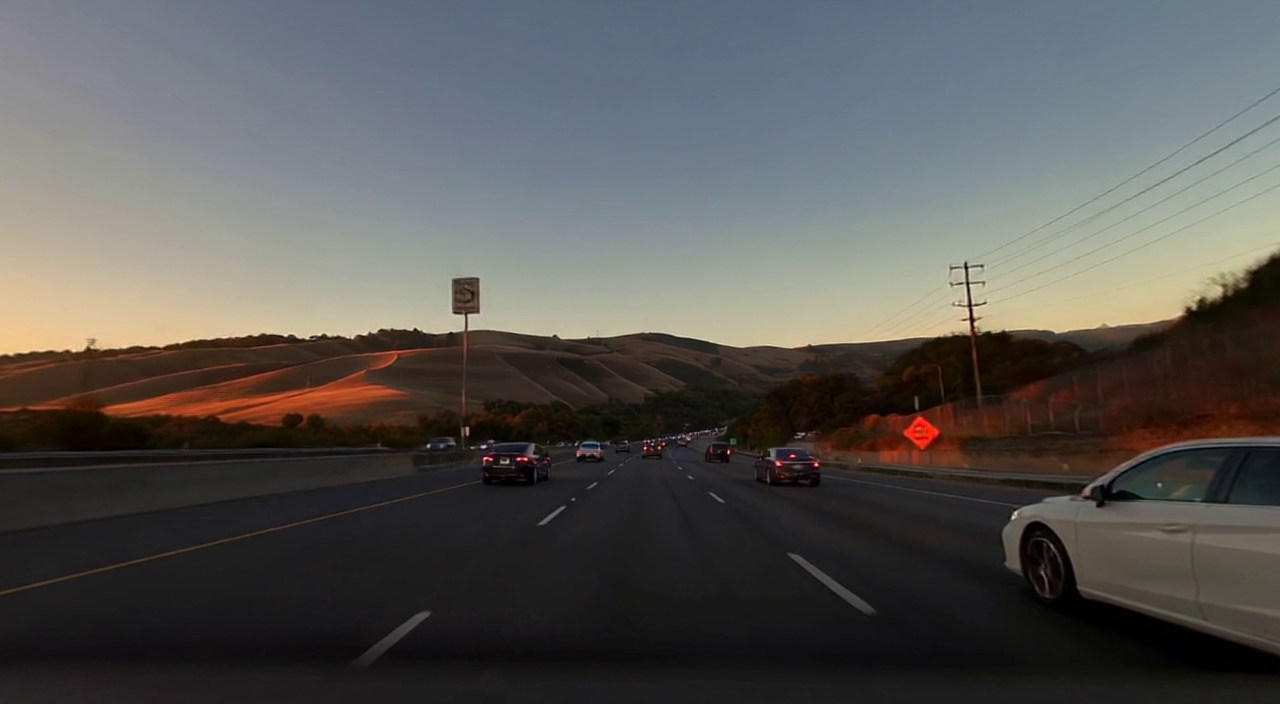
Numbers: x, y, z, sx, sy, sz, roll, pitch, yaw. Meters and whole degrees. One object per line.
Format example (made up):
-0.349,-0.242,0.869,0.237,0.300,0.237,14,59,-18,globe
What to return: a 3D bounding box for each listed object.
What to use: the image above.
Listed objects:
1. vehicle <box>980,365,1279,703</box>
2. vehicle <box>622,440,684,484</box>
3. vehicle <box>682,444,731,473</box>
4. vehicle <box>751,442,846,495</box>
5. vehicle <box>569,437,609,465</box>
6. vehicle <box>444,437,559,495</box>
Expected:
3.857,0.908,2.862,2.018,1.670,4.658,0,-8,0,vehicle
0.482,4.145,24.117,2.138,1.473,4.392,0,-8,1,vehicle
3.553,5.776,34.566,2.177,1.453,4.205,0,-8,0,vehicle
4.890,3.621,20.040,1.867,1.465,4.093,0,-8,-1,vehicle
-3.310,6.526,41.712,2.234,1.675,4.527,0,-8,1,vehicle
-3.733,3.161,17.891,2.232,1.438,4.163,-1,-8,2,vehicle
